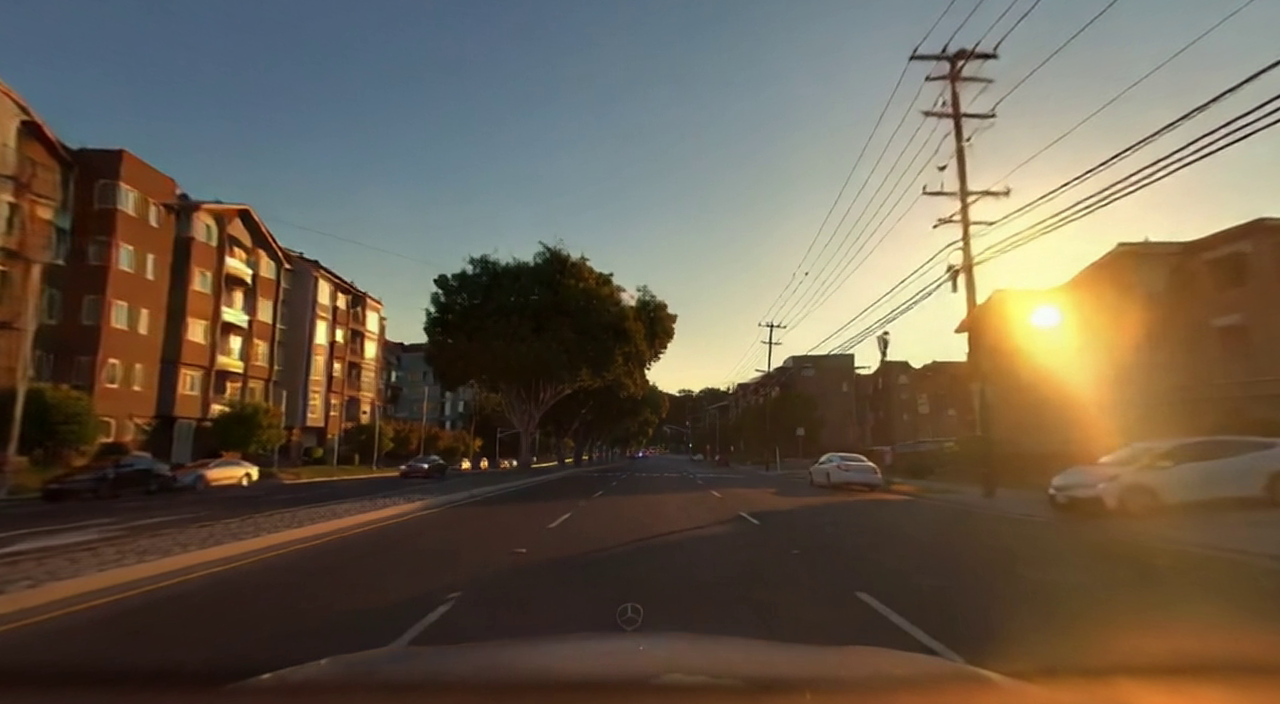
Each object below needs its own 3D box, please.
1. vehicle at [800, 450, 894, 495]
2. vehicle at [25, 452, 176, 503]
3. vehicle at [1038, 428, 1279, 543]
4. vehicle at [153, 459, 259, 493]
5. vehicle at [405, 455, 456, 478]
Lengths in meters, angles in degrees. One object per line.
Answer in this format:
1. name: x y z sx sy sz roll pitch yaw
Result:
1. vehicle: 7.633 4.448 23.732 1.986 1.467 4.412 0 -8 -1
2. vehicle: -21.867 5.049 25.883 1.895 1.798 4.703 0 -8 2
3. vehicle: 9.423 2.137 10.441 4.194 1.682 2.061 -1 -8 3
4. vehicle: -21.818 6.226 31.998 1.906 1.487 4.773 0 -8 1
5. vehicle: -14.798 8.126 44.827 1.873 1.469 4.442 -1 -8 3
